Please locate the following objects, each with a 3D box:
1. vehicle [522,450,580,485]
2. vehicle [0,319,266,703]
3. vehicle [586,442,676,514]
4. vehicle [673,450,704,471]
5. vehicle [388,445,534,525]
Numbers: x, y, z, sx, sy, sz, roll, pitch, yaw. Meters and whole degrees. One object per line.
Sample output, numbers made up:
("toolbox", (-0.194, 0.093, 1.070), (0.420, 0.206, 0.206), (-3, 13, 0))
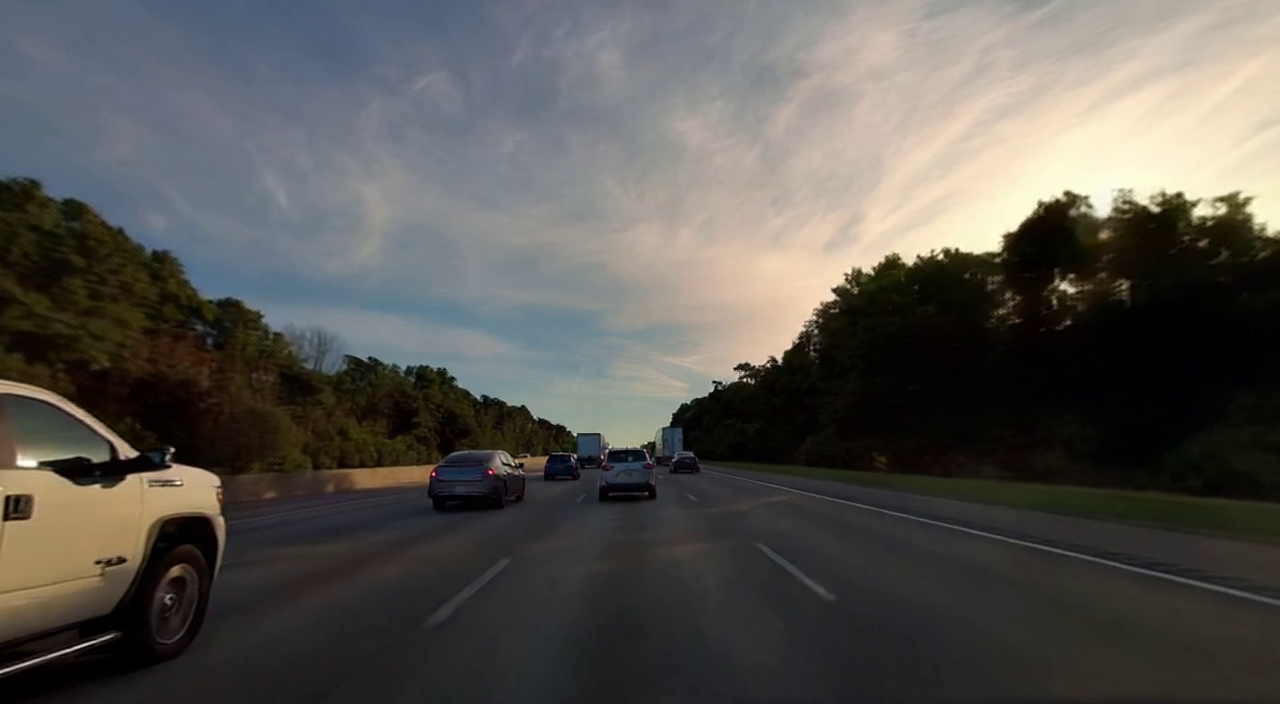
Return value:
("vehicle", (-4.012, 5.279, 29.140), (1.999, 1.484, 4.269), (0, -9, 1))
("vehicle", (-3.949, 0.712, 2.149), (2.243, 1.889, 4.949), (0, -9, 1))
("vehicle", (-0.201, 3.065, 15.736), (1.996, 1.574, 3.426), (0, -9, 0))
("vehicle", (3.578, 8.077, 47.153), (1.858, 1.537, 3.838), (0, -9, -2))
("vehicle", (-3.774, 2.884, 14.276), (1.988, 1.501, 4.438), (0, -9, 0))
